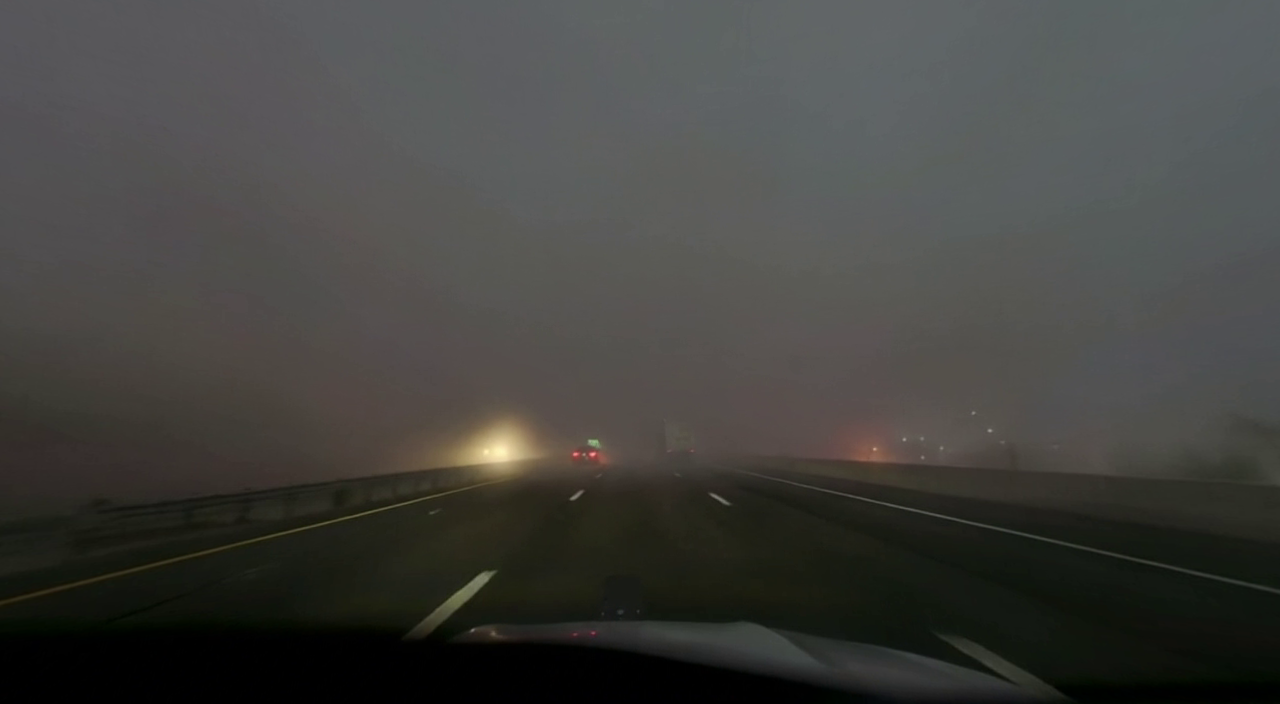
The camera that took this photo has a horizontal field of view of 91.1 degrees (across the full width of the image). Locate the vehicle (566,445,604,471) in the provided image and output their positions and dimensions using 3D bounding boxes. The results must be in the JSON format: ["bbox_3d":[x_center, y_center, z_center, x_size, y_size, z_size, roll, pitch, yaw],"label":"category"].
[{"bbox_3d":[-3.480,6.794,40.533,2.100,1.525,4.179,0,-9,-1],"label":"vehicle"}]
